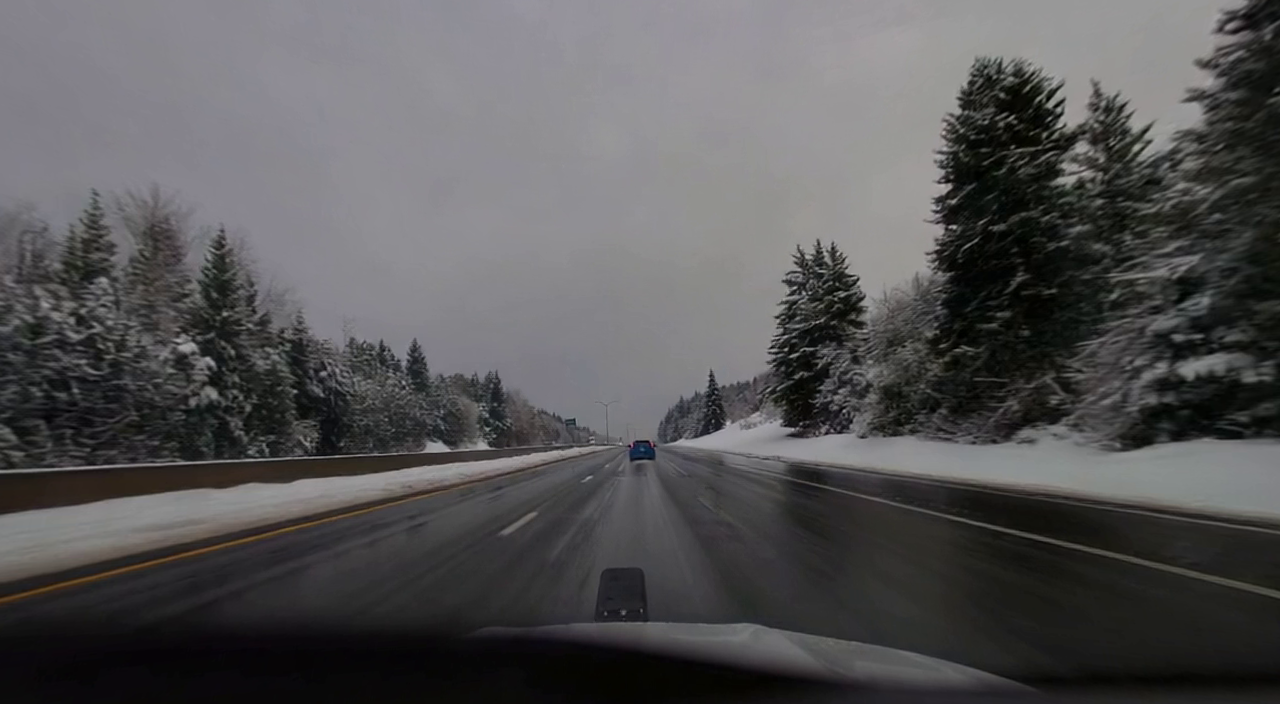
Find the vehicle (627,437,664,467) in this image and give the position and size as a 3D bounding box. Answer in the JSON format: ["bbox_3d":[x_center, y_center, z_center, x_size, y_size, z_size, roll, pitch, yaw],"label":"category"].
[{"bbox_3d":[0.348,6.459,40.769,2.247,1.825,4.036,0,-9,0],"label":"vehicle"}]
